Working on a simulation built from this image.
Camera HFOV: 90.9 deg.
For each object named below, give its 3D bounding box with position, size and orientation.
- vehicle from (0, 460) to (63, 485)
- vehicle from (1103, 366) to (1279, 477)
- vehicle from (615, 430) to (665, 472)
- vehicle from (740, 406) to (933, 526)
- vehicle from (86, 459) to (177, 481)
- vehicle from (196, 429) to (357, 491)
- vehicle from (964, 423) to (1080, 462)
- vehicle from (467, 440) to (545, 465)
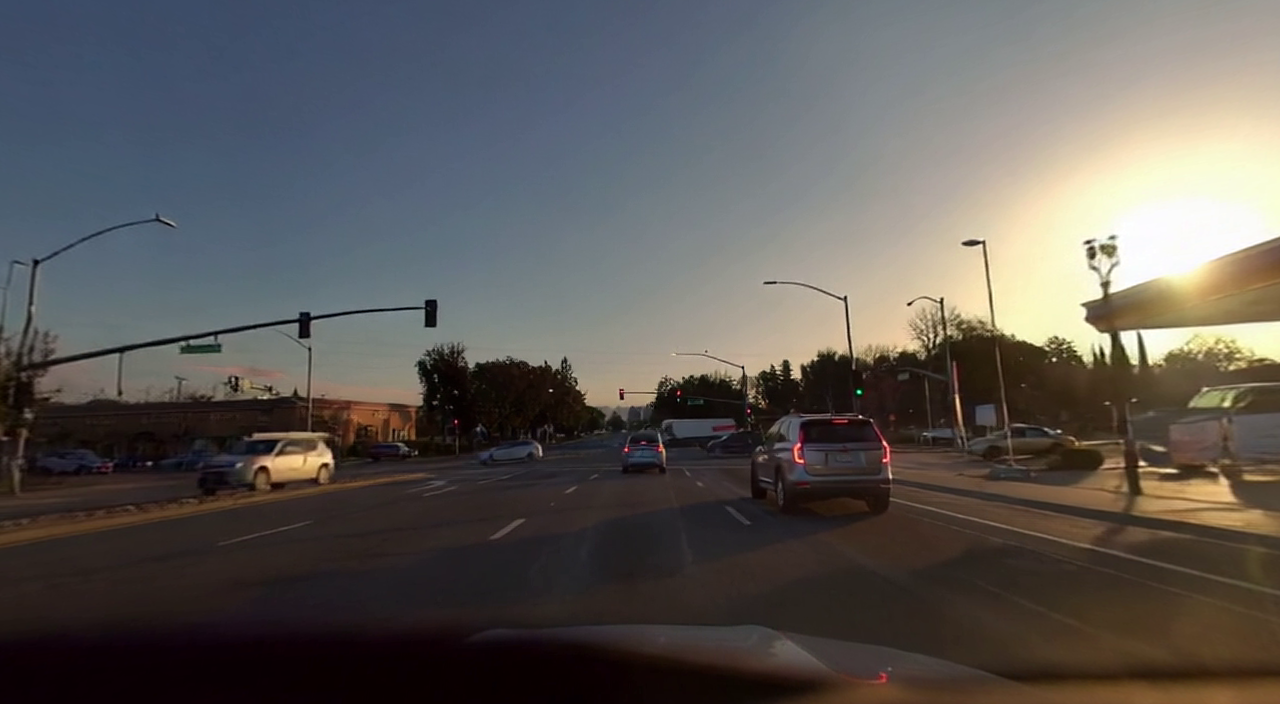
[{"bbox_3d":[-44.228,8.558,44.699,4.574,1.666,1.865,0,-8,-3],"label":"vehicle"},{"bbox_3d":[16.096,1.869,16.590,5.790,2.675,2.554,1,-9,-4],"label":"vehicle"},{"bbox_3d":[0.046,4.409,28.115,2.067,1.702,3.987,0,-8,1],"label":"vehicle"},{"bbox_3d":[3.287,2.026,11.663,2.083,1.779,4.347,0,-8,-1],"label":"vehicle"},{"bbox_3d":[-35.804,8.310,44.446,4.753,1.478,1.846,0,-8,0],"label":"vehicle"},{"bbox_3d":[-13.063,3.930,23.230,2.191,1.984,5.431,-1,-9,7],"label":"vehicle"},{"bbox_3d":[16.853,4.016,27.941,3.848,1.674,1.887,0,-9,2],"label":"vehicle"},{"bbox_3d":[-8.559,6.459,40.616,1.835,1.485,4.788,-7,-11,41],"label":"vehicle"}]
